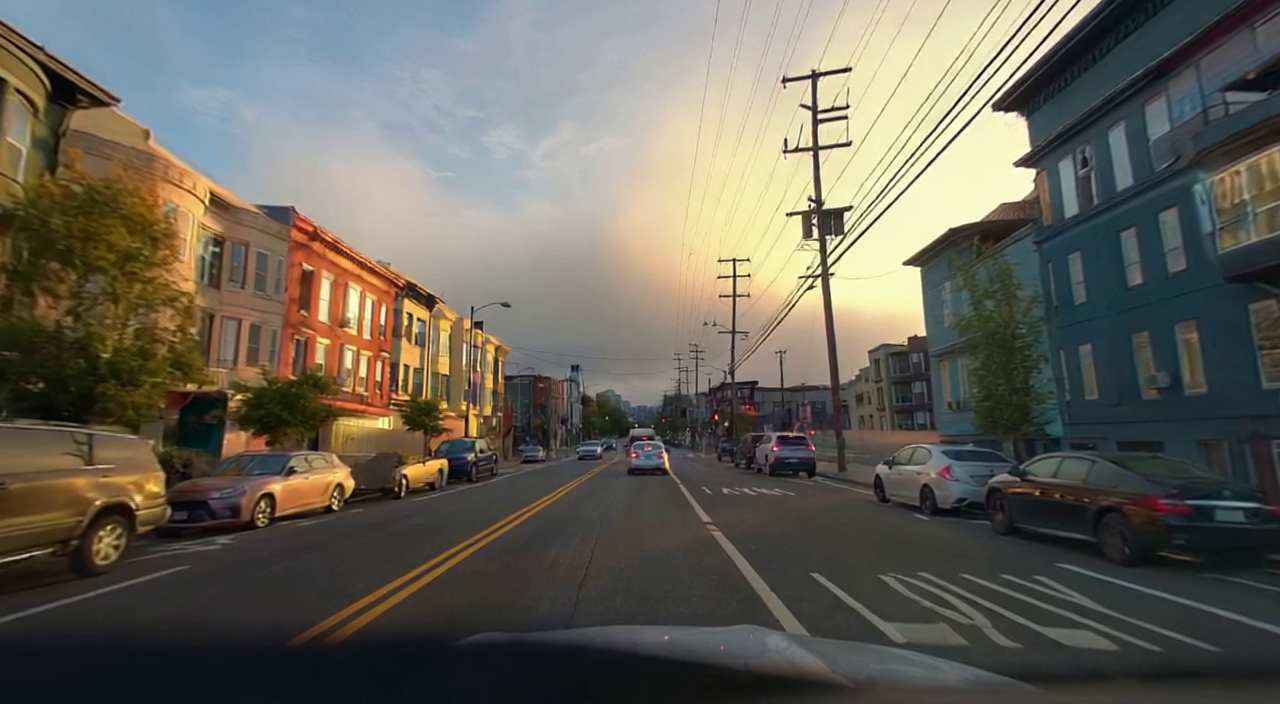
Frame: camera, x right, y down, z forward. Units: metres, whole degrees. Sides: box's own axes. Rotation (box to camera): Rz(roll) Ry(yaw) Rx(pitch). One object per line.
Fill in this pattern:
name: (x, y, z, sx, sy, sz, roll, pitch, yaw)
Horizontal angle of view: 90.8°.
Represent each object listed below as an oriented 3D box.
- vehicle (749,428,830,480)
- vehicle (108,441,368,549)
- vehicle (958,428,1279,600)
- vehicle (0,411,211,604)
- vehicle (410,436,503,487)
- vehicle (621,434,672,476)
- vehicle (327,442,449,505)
vehicle: (6.485, 4.536, 28.313, 2.203, 2.052, 5.975, 0, -8, 0)
vehicle: (-7.307, 2.573, 12.284, 1.884, 1.582, 4.837, -1, -7, 0)
vehicle: (6.473, 1.903, 8.444, 2.018, 1.630, 4.594, 0, -8, 0)
vehicle: (-7.467, 1.577, 6.411, 2.157, 1.901, 5.877, -1, -8, 0)
vehicle: (-7.203, 4.307, 25.463, 2.095, 1.847, 5.290, 0, -8, 1)
vehicle: (0.302, 4.272, 26.376, 1.980, 1.635, 3.795, 0, -8, 2)
vehicle: (-7.244, 3.485, 18.667, 1.928, 1.552, 4.234, 0, -8, -1)
